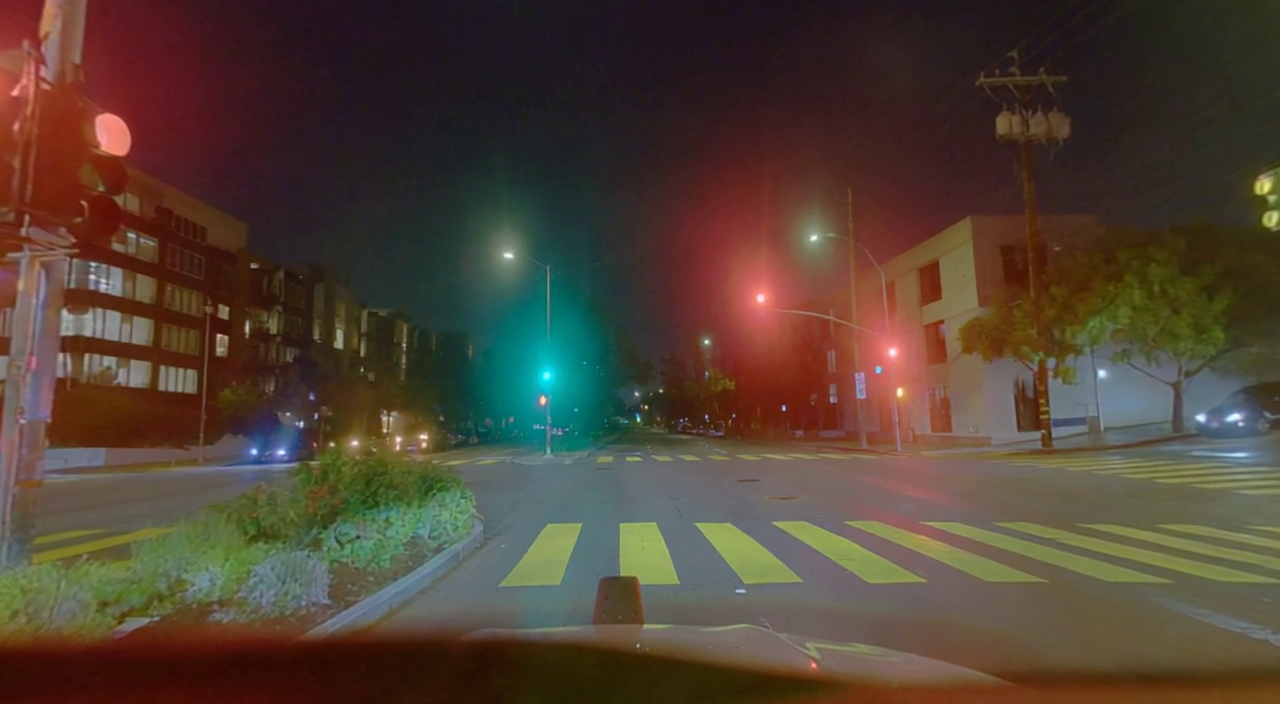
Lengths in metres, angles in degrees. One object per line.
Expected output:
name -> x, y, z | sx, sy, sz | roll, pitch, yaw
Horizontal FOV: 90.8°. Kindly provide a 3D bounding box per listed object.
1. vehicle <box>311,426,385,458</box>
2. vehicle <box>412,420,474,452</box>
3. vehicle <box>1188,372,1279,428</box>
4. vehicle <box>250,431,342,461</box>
vehicle -> -18.259, 5.677, 39.848 | 2.225, 1.871, 5.189 | 0, -8, 0
vehicle -> -11.754, 5.114, 38.095 | 2.118, 1.809, 4.591 | 0, -8, 2
vehicle -> 22.362, 1.621, 22.230 | 4.531, 1.753, 1.964 | -2, -2, -5
vehicle -> -18.058, 4.973, 33.517 | 1.939, 1.430, 5.533 | 0, -8, -2
